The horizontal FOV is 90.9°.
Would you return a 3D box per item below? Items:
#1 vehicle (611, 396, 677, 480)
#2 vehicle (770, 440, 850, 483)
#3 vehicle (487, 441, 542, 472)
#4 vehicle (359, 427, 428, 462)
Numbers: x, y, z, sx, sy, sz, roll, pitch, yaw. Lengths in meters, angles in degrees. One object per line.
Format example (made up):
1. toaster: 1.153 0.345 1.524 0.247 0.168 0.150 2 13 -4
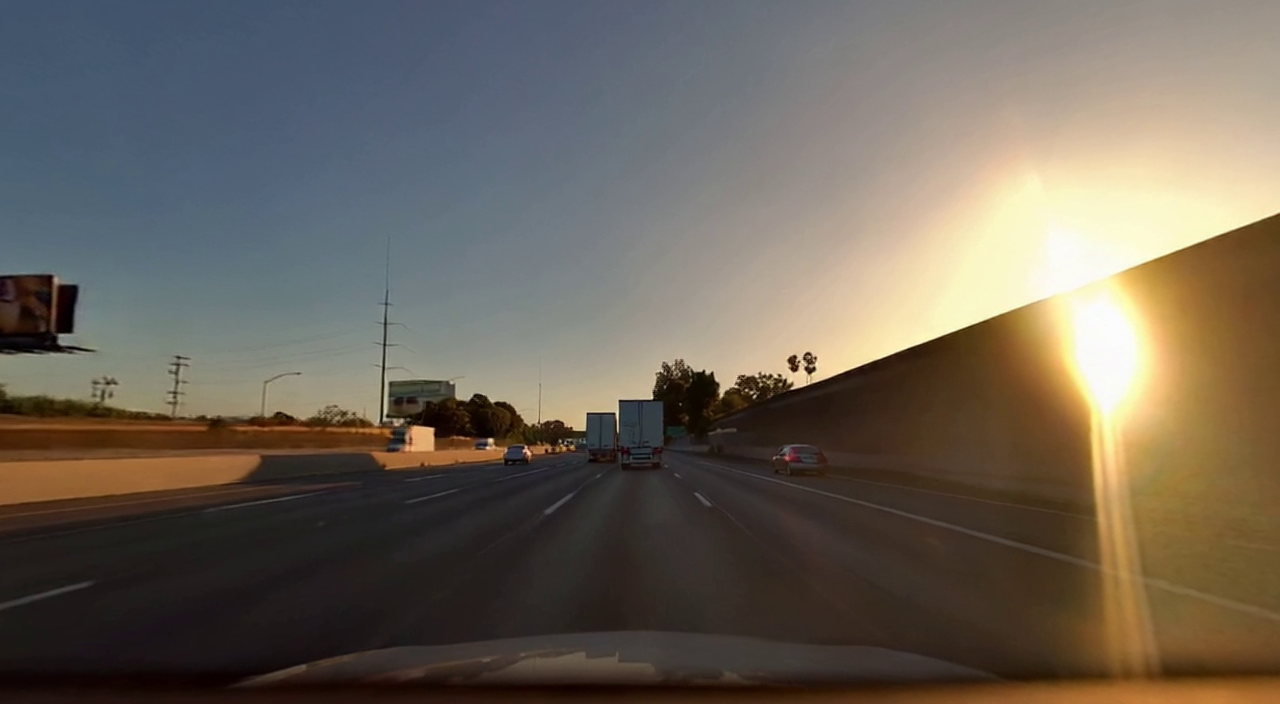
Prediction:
1. vehicle: 0.106 4.729 36.186 3.054 3.944 11.230 -2 -6 -1
2. vehicle: 6.816 4.392 25.773 1.969 1.560 4.394 -1 -8 -1
3. vehicle: -6.753 5.667 34.524 1.992 1.547 4.673 -1 -8 1
4. vehicle: -18.848 7.117 48.732 2.825 2.420 6.603 0 -8 -2
